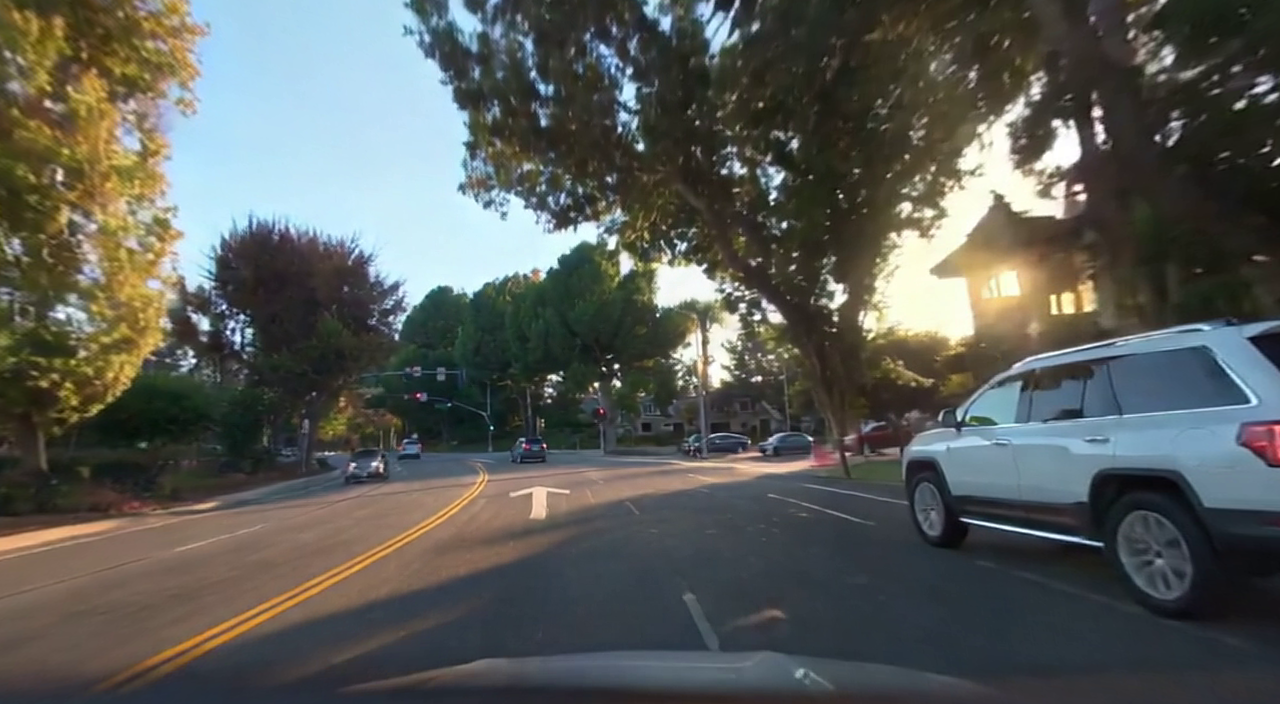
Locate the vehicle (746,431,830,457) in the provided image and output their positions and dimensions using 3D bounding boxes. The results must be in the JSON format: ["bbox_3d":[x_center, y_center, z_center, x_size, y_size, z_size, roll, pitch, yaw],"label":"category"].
[{"bbox_3d":[8.784,5.460,37.500,4.426,1.461,1.996,2,-9,-20],"label":"vehicle"}]

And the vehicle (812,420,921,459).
[{"bbox_3d":[11.343,4.405,31.665,4.656,1.710,1.950,-1,-9,-12],"label":"vehicle"}]

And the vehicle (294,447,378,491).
[{"bbox_3d":[-11.417,4.358,23.997,2.090,1.446,4.483,1,-9,-16],"label":"vehicle"}]

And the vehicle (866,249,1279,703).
[{"bbox_3d":[4.051,0.897,5.107,2.338,2.063,5.592,-1,-8,0],"label":"vehicle"}]

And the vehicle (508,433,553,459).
[{"bbox_3d":[-7.942,6.784,45.308,2.138,1.729,4.178,3,-9,-25],"label":"vehicle"}]

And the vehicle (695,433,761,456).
[{"bbox_3d":[6.286,6.624,45.349,4.169,1.527,2.053,2,-9,-18],"label":"vehicle"}]
